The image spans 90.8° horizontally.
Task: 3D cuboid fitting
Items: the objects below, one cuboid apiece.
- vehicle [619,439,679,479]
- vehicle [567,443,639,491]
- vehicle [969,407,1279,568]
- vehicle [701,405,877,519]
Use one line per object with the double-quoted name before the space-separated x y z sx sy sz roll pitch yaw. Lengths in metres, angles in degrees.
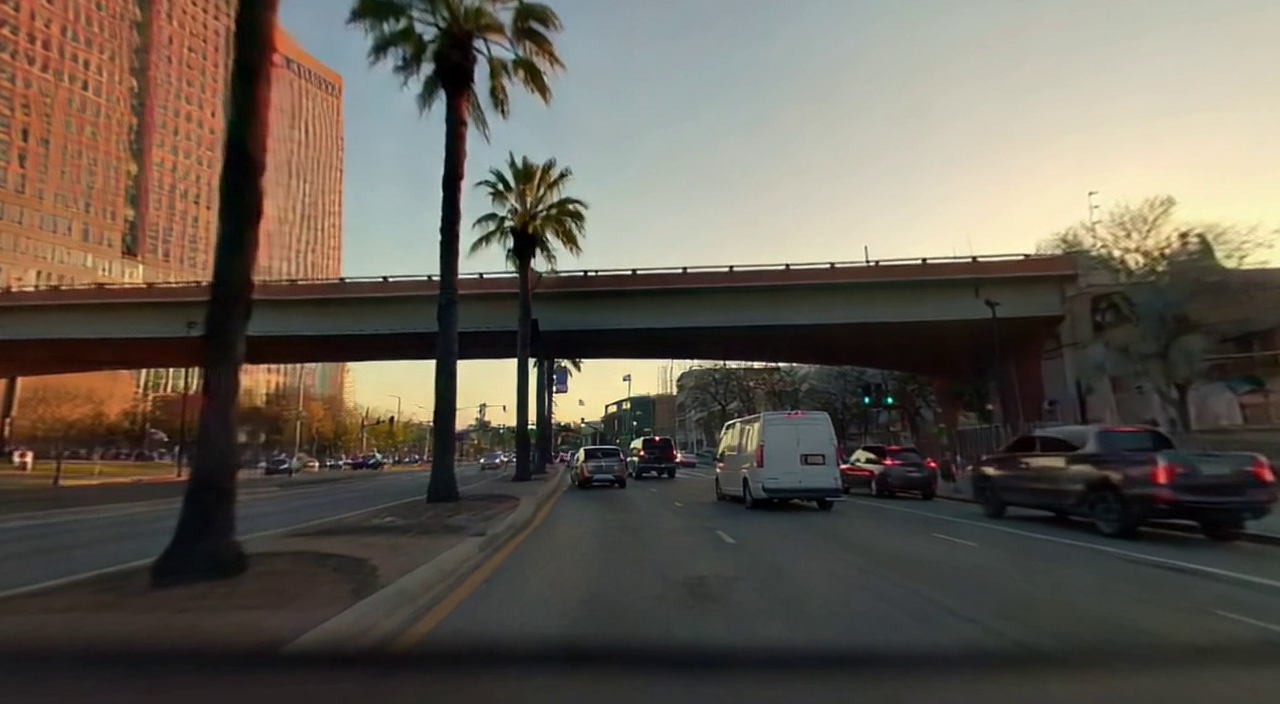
"vehicle" 0.367 5.813 34.556 2.407 1.991 5.130 1 -9 -9
"vehicle" -1.527 4.322 24.152 2.332 1.625 4.933 1 -9 -8
"vehicle" 7.284 1.842 9.358 2.164 1.745 4.677 0 -9 -2
"vehicle" 3.142 2.513 14.852 2.434 2.171 5.098 1 -9 -6
